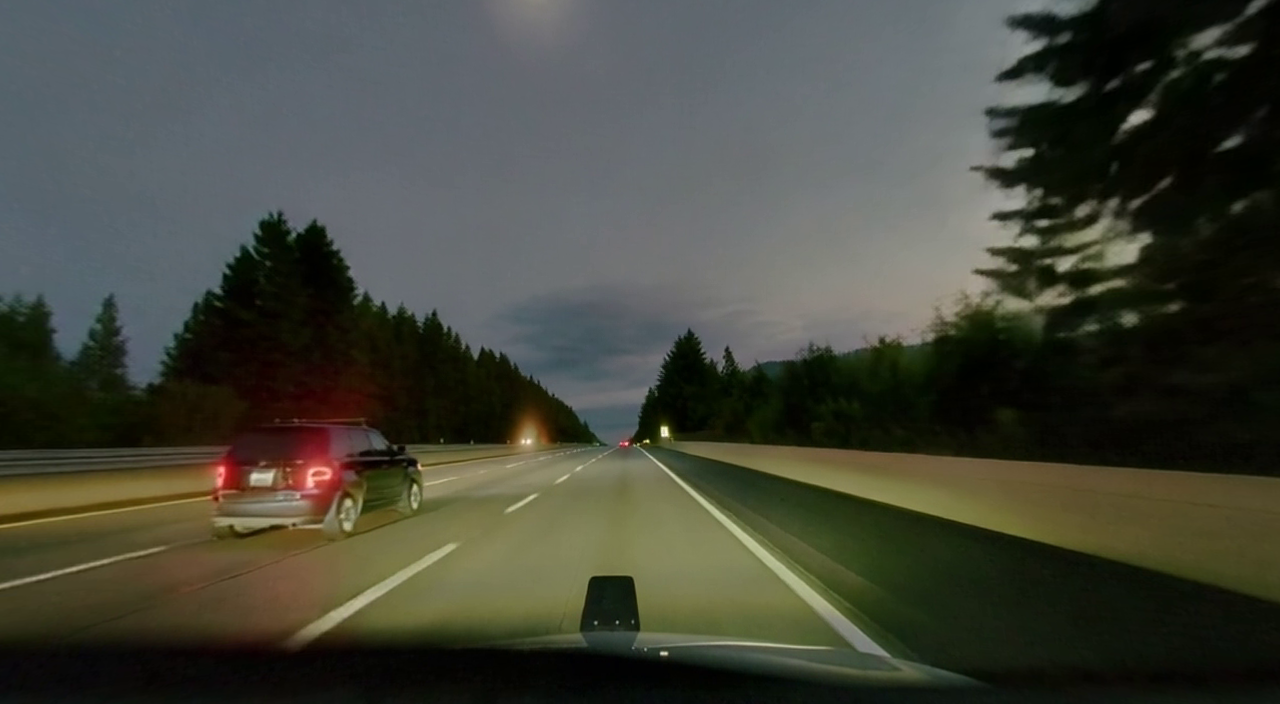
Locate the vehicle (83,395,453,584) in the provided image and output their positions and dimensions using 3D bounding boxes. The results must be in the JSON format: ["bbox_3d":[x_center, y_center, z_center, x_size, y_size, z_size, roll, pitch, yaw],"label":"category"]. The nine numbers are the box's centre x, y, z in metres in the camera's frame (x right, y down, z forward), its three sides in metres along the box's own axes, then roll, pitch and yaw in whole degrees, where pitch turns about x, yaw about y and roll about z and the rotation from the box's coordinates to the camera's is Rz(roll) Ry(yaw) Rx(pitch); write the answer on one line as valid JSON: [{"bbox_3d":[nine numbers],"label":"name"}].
[{"bbox_3d":[-3.942,1.498,7.732,2.034,1.675,4.080,0,-8,0],"label":"vehicle"}]
